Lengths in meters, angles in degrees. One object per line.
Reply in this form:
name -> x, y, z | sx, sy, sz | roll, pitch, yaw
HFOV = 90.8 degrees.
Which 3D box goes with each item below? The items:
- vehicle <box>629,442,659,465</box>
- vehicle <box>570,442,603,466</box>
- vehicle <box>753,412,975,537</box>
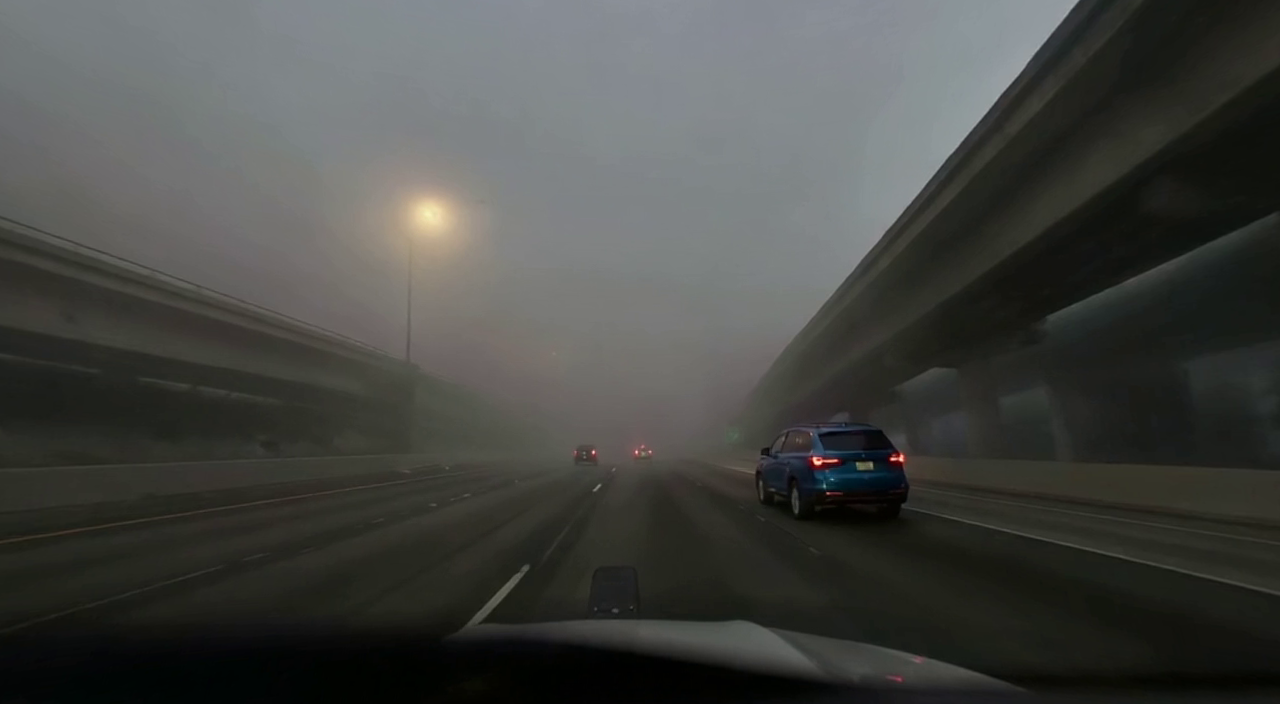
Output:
vehicle -> 0.248, 7.655, 47.691 | 2.132, 1.657, 3.967 | 0, -8, -2
vehicle -> -3.780, 7.292, 45.268 | 2.000, 1.646, 4.201 | 0, -8, -1
vehicle -> 3.803, 2.186, 11.927 | 2.288, 1.841, 4.779 | 0, -8, -2
